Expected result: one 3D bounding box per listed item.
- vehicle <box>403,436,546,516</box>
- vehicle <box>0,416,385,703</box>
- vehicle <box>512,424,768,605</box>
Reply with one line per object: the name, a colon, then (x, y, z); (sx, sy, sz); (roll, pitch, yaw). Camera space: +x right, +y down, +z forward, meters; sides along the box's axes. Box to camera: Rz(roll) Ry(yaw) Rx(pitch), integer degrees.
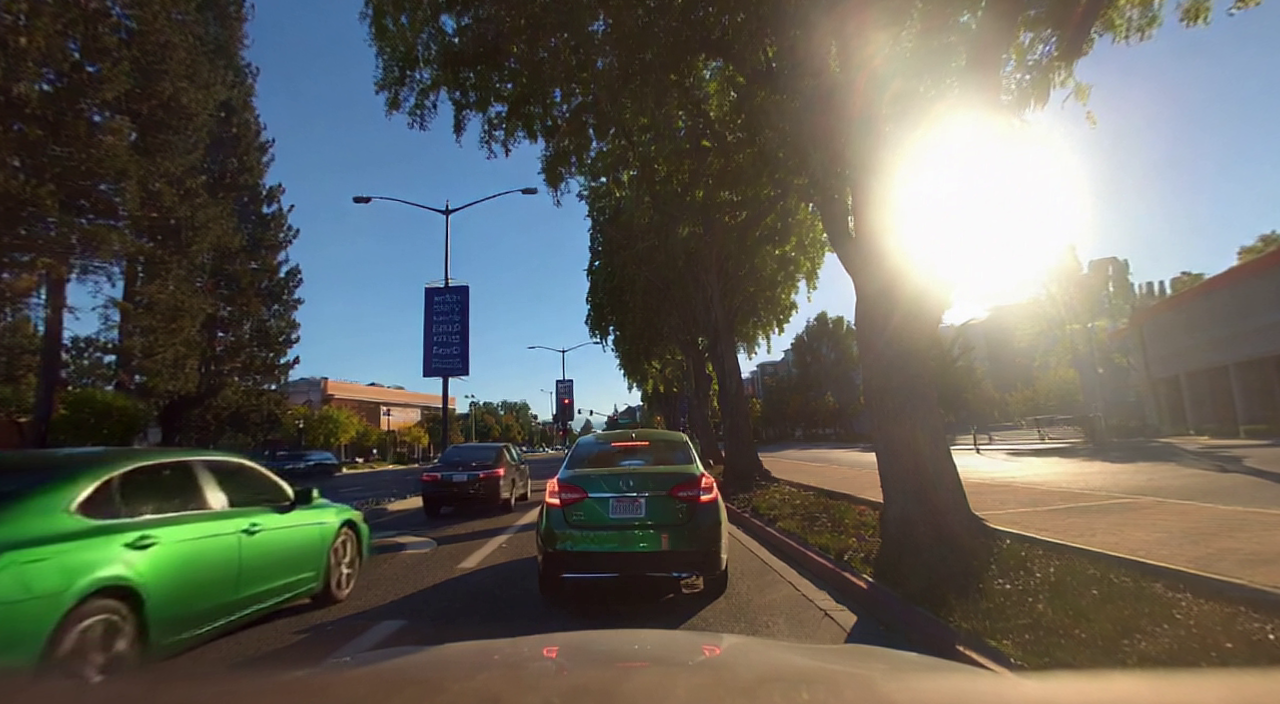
vehicle: (-3.471, 2.678, 14.231); (1.961, 1.487, 4.453); (0, -8, 1)
vehicle: (-3.338, 1.149, 3.583); (1.952, 1.431, 4.383); (0, -8, 0)
vehicle: (-0.057, 1.641, 7.299); (2.126, 1.475, 3.967); (0, -8, -2)
